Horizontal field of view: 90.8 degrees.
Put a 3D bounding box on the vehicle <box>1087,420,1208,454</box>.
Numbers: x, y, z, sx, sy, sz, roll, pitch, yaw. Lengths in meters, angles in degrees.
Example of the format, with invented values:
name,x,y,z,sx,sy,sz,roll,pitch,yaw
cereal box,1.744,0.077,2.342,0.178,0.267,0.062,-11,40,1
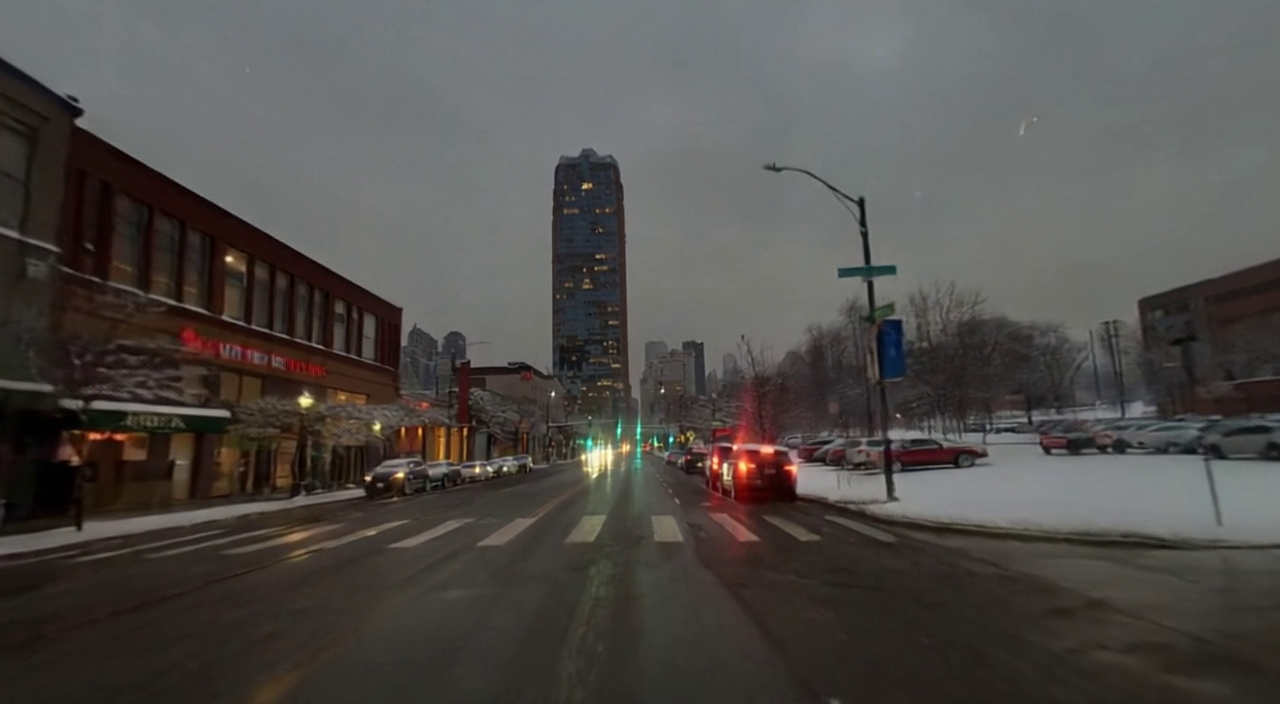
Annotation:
name,x,y,z,sx,sy,sz,roll,pitch,yaw
vehicle,27.190,4.614,33.963,4.579,1.735,2.092,0,-9,0

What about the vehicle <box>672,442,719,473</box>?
name,x,y,z,sx,sy,sz,roll,pitch,yaw
vehicle,3.597,6.974,42.119,2.492,1.909,5.830,0,-8,-1

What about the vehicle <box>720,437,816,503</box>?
name,x,y,z,sx,sy,sz,roll,pitch,yaw
vehicle,3.829,3.615,19.918,2.118,1.779,5.121,0,-8,2

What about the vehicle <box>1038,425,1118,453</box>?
name,x,y,z,sx,sy,sz,roll,pitch,yaw
vehicle,27.022,5.363,39.052,3.666,1.448,1.639,-3,-6,1

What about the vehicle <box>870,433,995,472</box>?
name,x,y,z,sx,sy,sz,roll,pitch,yaw
vehicle,13.525,4.679,29.512,4.732,1.746,2.141,-1,-8,3

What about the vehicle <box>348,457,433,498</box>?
name,x,y,z,sx,sy,sz,roll,pitch,yaw
vehicle,-10.943,5.514,28.099,2.018,1.553,4.407,0,-8,-1

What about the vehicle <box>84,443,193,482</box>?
name,x,y,z,sx,sy,sz,roll,pitch,yaw
vehicle,-22.474,4.937,28.536,1.778,1.639,4.019,0,-8,-3

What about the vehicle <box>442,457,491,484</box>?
name,x,y,z,sx,sy,sz,roll,pitch,yaw
vehicle,-10.888,7.458,40.039,1.861,1.473,4.633,0,-8,-1
